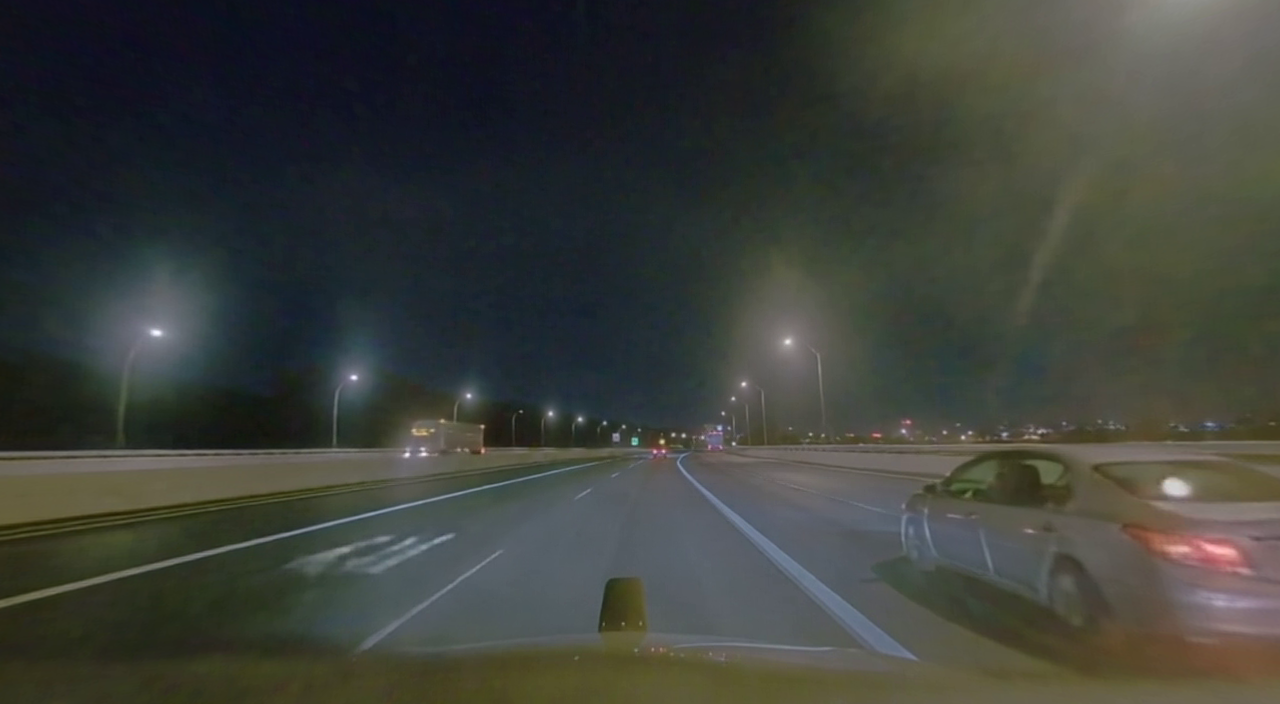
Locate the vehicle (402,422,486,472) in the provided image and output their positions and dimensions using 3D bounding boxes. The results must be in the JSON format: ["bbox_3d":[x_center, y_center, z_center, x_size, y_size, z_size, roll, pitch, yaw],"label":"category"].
[{"bbox_3d":[-13.173,6.576,43.312,2.843,2.970,8.404,-3,-9,2],"label":"vehicle"}]

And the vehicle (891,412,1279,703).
[{"bbox_3d":[3.734,1.277,4.492,1.999,1.492,4.673,0,-8,0],"label":"vehicle"}]
